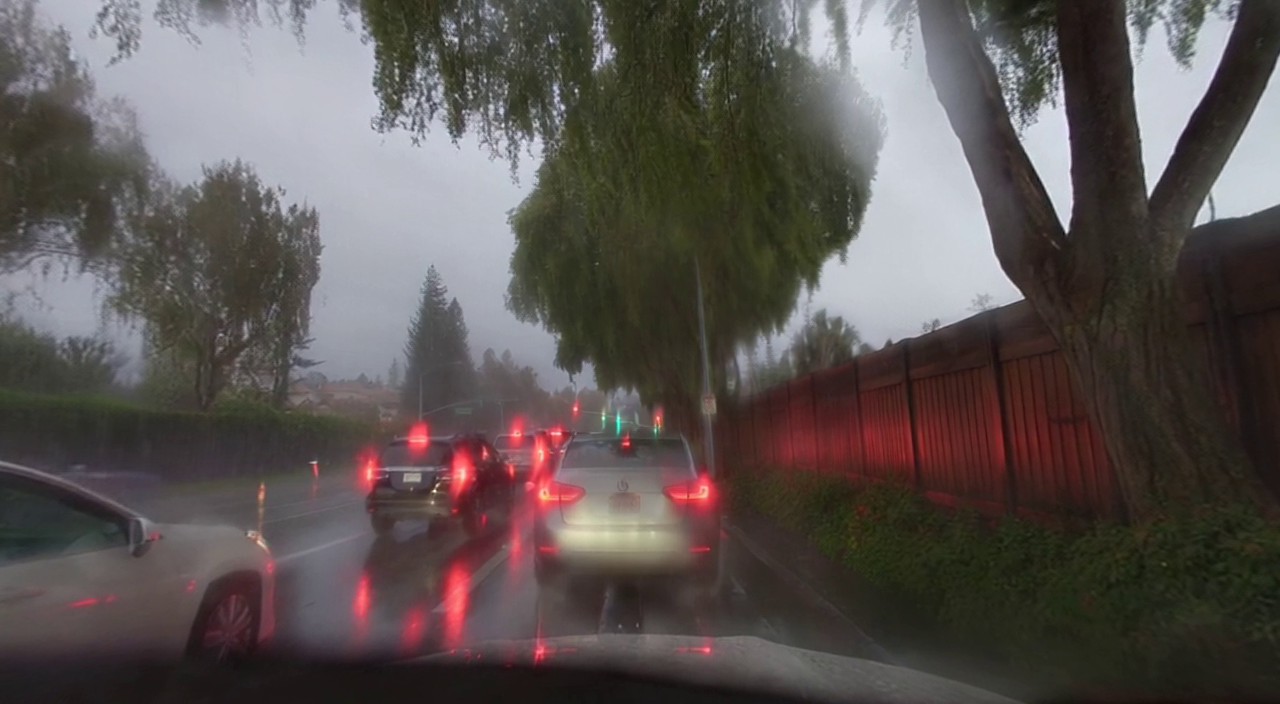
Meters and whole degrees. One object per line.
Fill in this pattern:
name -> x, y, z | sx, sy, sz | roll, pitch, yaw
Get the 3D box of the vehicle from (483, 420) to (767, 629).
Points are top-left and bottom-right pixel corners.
vehicle -> -0.135, 1.506, 6.441 | 1.995, 1.460, 3.865 | 0, -8, -1

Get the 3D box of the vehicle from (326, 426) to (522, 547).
vehicle -> -3.222, 2.062, 10.256 | 1.850, 1.582, 3.688 | 0, -8, 0

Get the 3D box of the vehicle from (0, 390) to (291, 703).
vehicle -> -3.188, 0.812, 1.577 | 1.980, 1.520, 4.636 | 0, -8, 0
